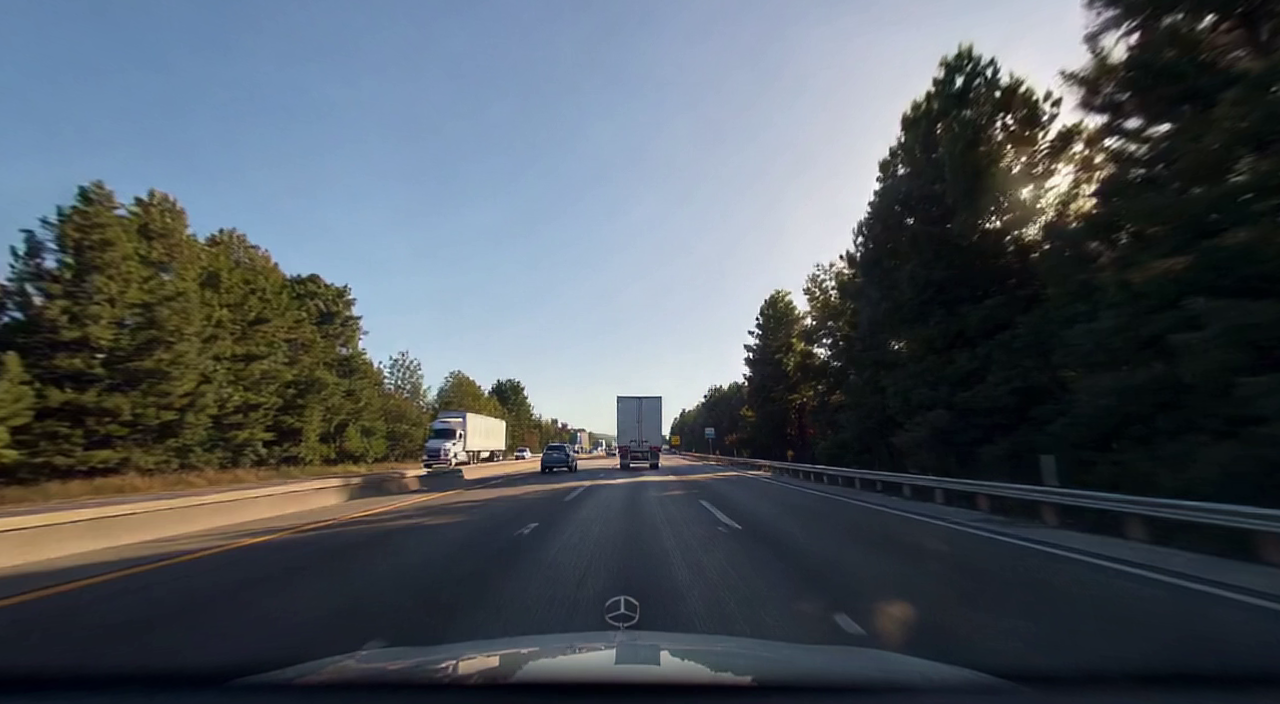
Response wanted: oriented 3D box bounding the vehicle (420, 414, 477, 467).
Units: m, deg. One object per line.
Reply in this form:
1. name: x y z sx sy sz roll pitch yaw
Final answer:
1. vehicle: -14.591 6.792 48.044 2.869 3.906 3.898 0 -9 2

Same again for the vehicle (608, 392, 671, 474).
1. vehicle: -0.034 4.847 36.673 3.100 4.091 10.664 0 -9 0

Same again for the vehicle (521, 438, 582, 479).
1. vehicle: -3.885 4.756 28.155 2.112 1.645 4.129 0 -9 0
